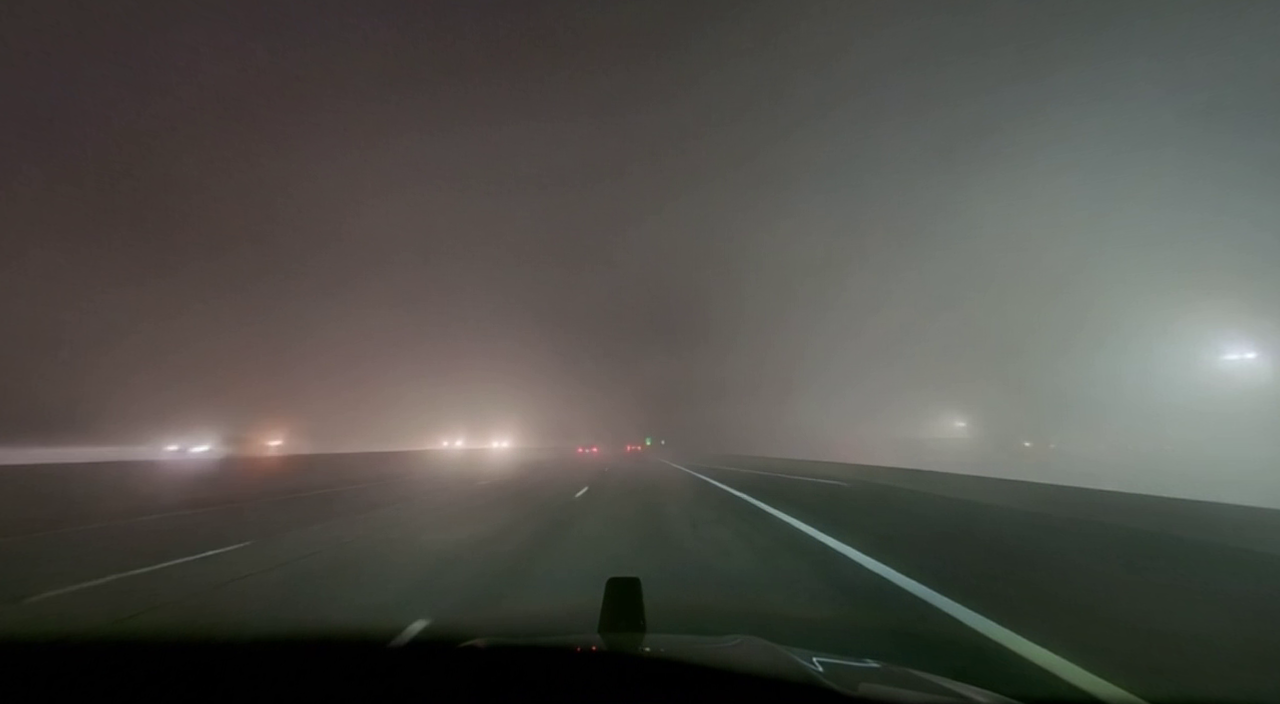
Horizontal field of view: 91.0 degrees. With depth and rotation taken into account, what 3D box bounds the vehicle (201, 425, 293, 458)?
[{"bbox_3d":[-22.739,5.225,36.691,1.973,1.735,5.274,0,-8,0],"label":"vehicle"}]
